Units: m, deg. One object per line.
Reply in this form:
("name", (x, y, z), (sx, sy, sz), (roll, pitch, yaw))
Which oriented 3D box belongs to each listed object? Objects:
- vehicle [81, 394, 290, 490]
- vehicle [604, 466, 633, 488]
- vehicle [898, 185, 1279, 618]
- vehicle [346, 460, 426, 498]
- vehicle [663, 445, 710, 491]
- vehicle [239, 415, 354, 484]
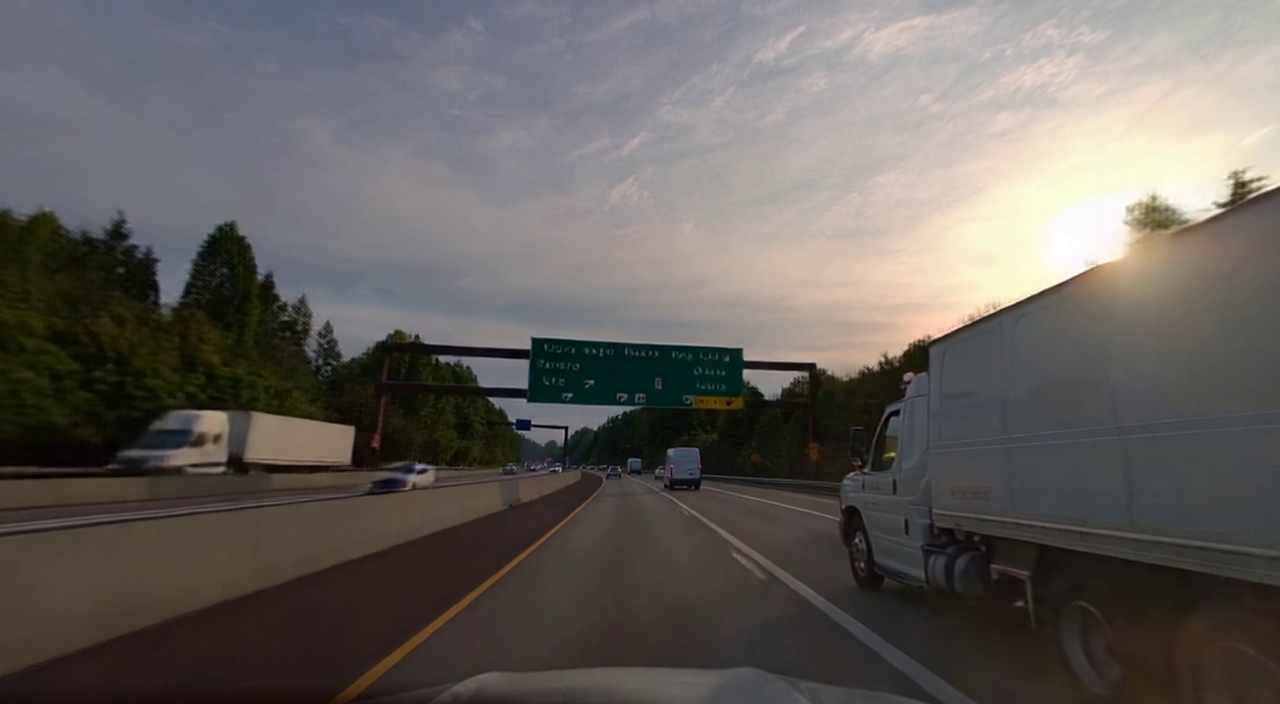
("vehicle", (-21.967, 4.712, 31.560), (2.916, 4.000, 10.037), (1, -10, -1))
("vehicle", (-1.645, 9.536, 48.080), (2.106, 1.524, 4.381), (1, -10, -2))
("vehicle", (7.555, 0.700, 7.213), (2.866, 4.102, 14.351), (1, -10, -1))
("vehicle", (-10.634, 5.331, 26.617), (1.805, 1.450, 3.722), (1, -10, 0))
("vehicle", (2.786, 7.240, 39.226), (2.291, 2.639, 5.280), (1, -10, -3))
("vehicle", (-22.163, 6.511, 41.246), (2.865, 4.027, 8.179), (1, -10, -1))
